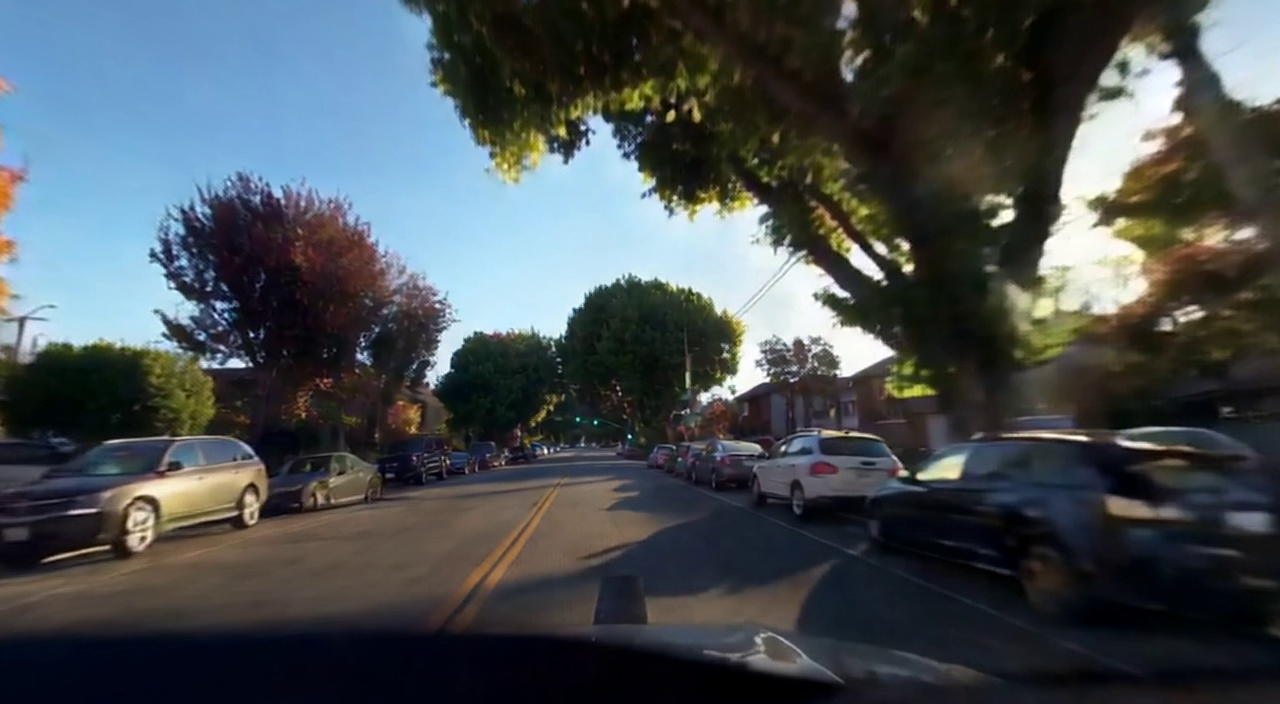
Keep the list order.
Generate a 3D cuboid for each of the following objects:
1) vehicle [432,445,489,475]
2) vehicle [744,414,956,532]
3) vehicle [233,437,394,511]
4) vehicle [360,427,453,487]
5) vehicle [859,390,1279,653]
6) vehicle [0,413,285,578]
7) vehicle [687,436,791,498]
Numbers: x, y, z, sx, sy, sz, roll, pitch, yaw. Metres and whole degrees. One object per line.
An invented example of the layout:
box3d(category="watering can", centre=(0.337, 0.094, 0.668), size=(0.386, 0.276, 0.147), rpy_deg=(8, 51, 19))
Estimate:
box3d(category="vehicle", centre=(-9.668, 5.833, 34.282), size=(2.057, 1.486, 4.759), rpy_deg=(0, -8, -4))
box3d(category="vehicle", centre=(3.632, 2.197, 12.069), size=(2.071, 1.781, 4.737), rpy_deg=(1, -9, -5))
box3d(category="vehicle", centre=(-8.397, 3.138, 16.824), size=(2.055, 1.663, 4.889), rpy_deg=(1, -8, -5))
box3d(category="vehicle", centre=(-9.223, 4.183, 25.419), size=(2.146, 2.167, 5.339), rpy_deg=(1, -8, -5))
box3d(category="vehicle", centre=(3.935, 1.302, 5.919), size=(1.954, 1.507, 4.356), rpy_deg=(0, -8, -3))
box3d(category="vehicle", centre=(-7.836, 2.075, 9.748), size=(2.072, 1.840, 5.197), rpy_deg=(-1, -9, -6))
box3d(category="vehicle", centre=(2.690, 3.267, 18.375), size=(2.009, 1.547, 4.574), rpy_deg=(0, -8, -4))
